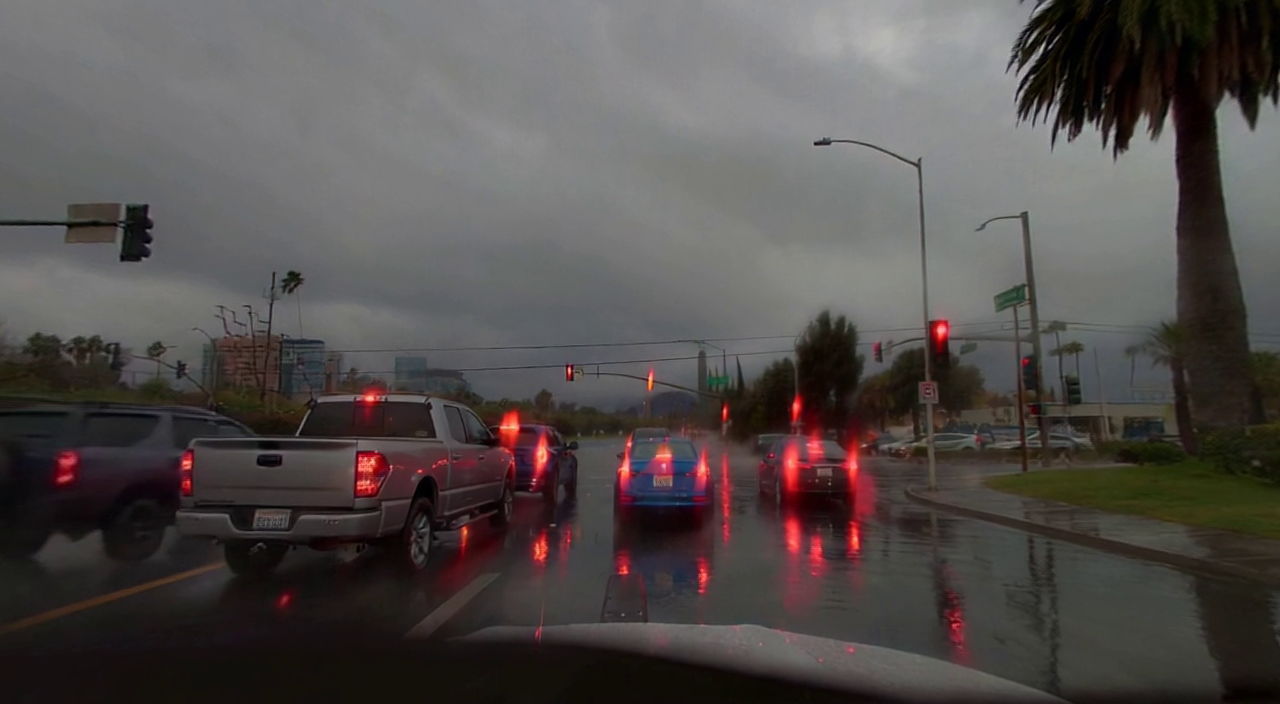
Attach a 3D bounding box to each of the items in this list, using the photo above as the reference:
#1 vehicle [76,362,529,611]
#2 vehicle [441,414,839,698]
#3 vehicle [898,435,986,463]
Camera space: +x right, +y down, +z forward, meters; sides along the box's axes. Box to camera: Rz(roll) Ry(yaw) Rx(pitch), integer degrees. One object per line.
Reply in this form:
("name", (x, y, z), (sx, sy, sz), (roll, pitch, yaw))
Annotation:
("vehicle", (-3.227, 1.481, 7.912), (2.330, 1.969, 5.626), (-1, -8, 3))
("vehicle", (0.033, 1.399, 5.511), (2.122, 1.501, 4.152), (0, -8, 1))
("vehicle", (18.838, 6.074, 39.295), (4.466, 1.717, 1.963), (0, -8, 2))
